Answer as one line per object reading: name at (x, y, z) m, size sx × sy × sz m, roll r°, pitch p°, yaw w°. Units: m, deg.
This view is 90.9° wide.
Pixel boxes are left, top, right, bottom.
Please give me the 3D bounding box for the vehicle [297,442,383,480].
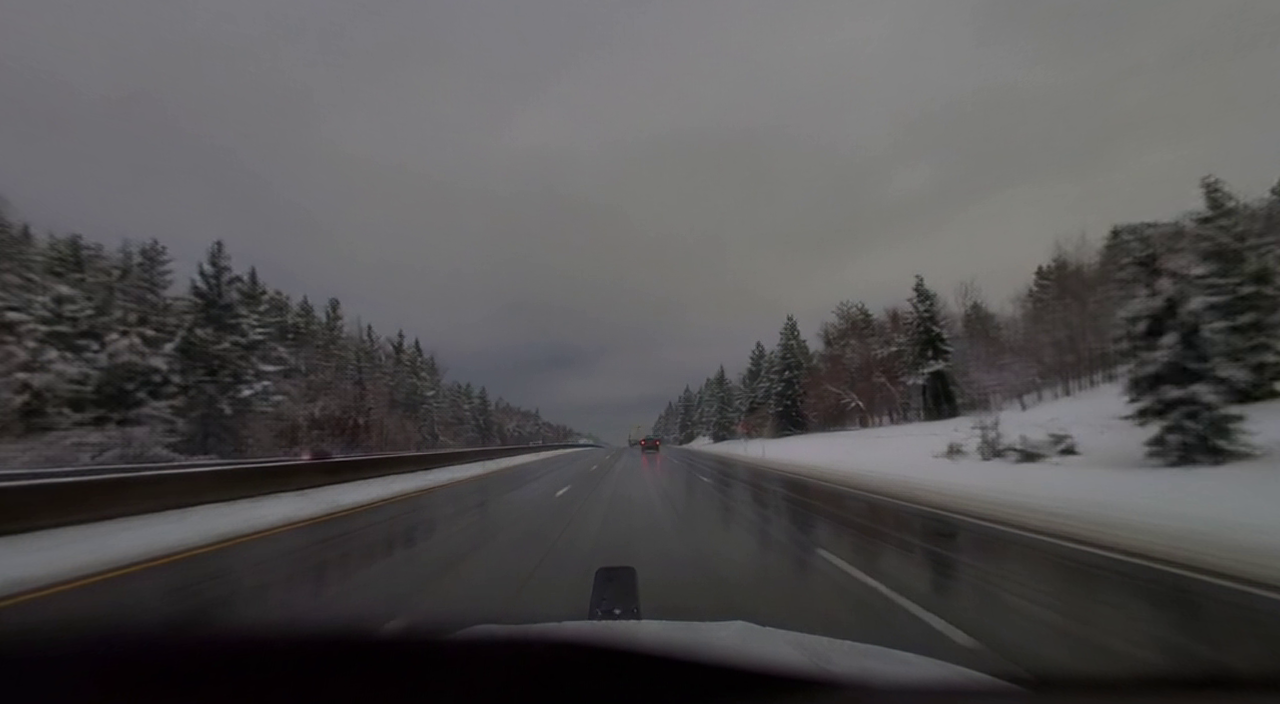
vehicle at (-12.104, 4.389, 25.699) m, size 1.719 × 1.370 × 3.942 m, roll 0°, pitch -8°, yaw -3°
